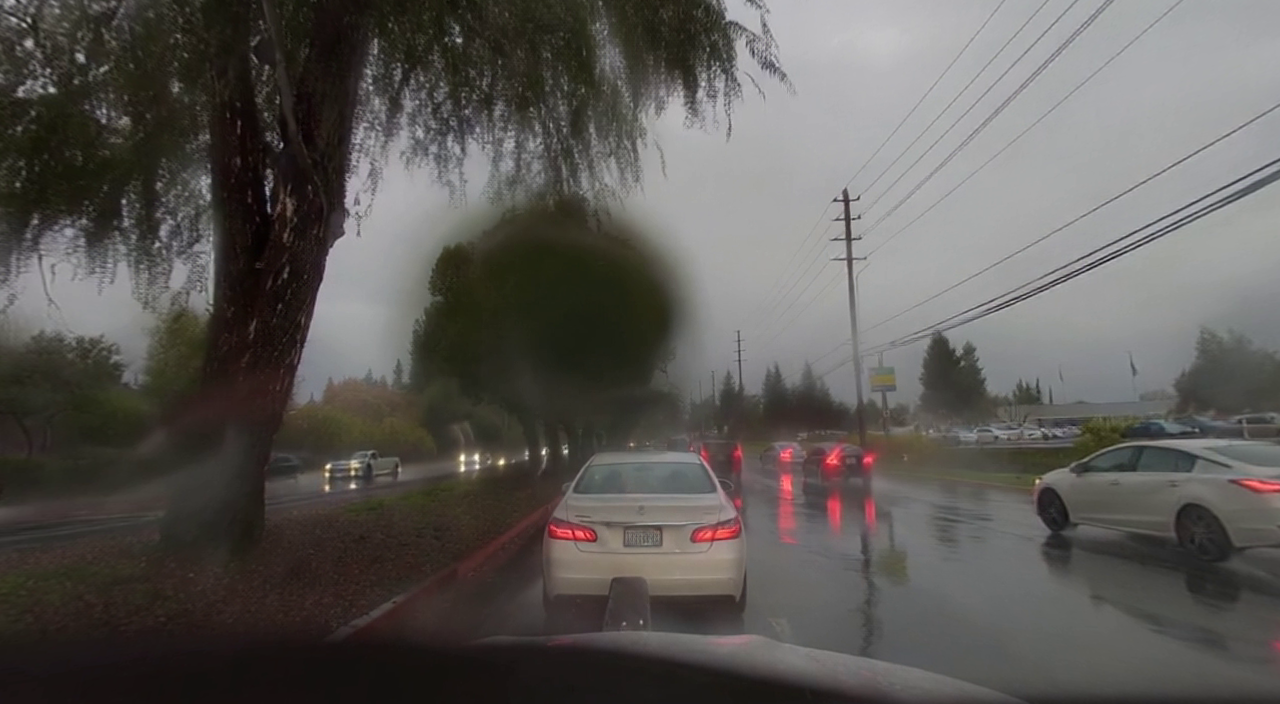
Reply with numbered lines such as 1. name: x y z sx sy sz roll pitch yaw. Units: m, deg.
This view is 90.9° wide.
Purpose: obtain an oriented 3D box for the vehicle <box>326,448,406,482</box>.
1. vehicle: -14.992 6.176 34.863 2.291 1.682 4.835 0 -8 0

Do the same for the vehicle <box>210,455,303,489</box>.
1. vehicle: -19.204 6.013 31.848 1.853 1.489 4.449 0 -8 0

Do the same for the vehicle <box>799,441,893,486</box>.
1. vehicle: 7.416 4.031 23.189 1.899 1.458 4.499 0 -8 0

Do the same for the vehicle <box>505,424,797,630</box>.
1. vehicle: 0.071 1.563 6.613 2.108 1.479 3.935 0 -8 0

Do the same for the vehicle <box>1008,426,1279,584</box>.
1. vehicle: 7.009 1.757 8.122 1.850 1.480 4.474 0 -8 1

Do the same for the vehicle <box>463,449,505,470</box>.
1. vehicle: -11.843 8.141 48.111 1.988 1.486 4.586 0 -8 1
